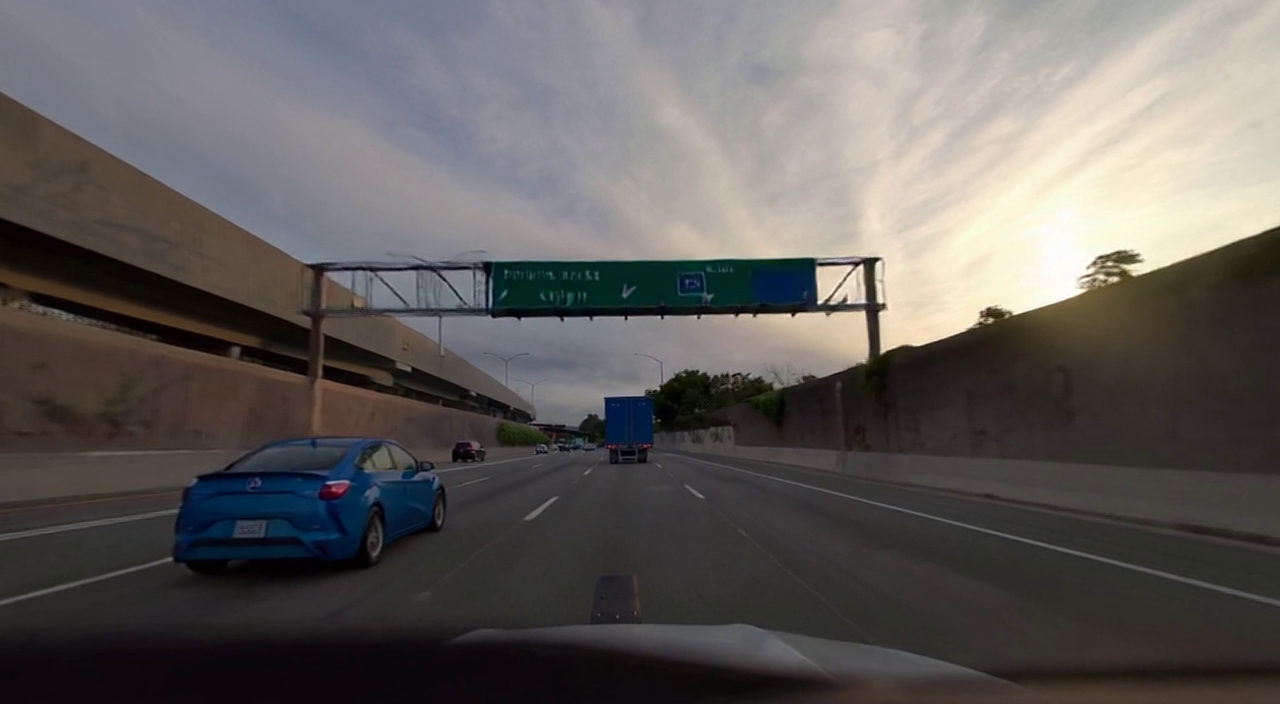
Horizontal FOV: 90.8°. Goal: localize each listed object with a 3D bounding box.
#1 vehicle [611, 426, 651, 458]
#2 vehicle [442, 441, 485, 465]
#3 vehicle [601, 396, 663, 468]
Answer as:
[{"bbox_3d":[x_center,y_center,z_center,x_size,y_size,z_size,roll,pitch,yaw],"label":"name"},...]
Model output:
[{"bbox_3d":[-0.554,5.022,35.133,2.052,1.666,4.358,1,-9,-3],"label":"vehicle"},{"bbox_3d":[-12.460,7.123,44.790,1.919,1.625,4.183,0,-9,-2],"label":"vehicle"},{"bbox_3d":[-0.711,5.011,38.364,3.233,3.678,11.032,0,-9,-3],"label":"vehicle"}]
